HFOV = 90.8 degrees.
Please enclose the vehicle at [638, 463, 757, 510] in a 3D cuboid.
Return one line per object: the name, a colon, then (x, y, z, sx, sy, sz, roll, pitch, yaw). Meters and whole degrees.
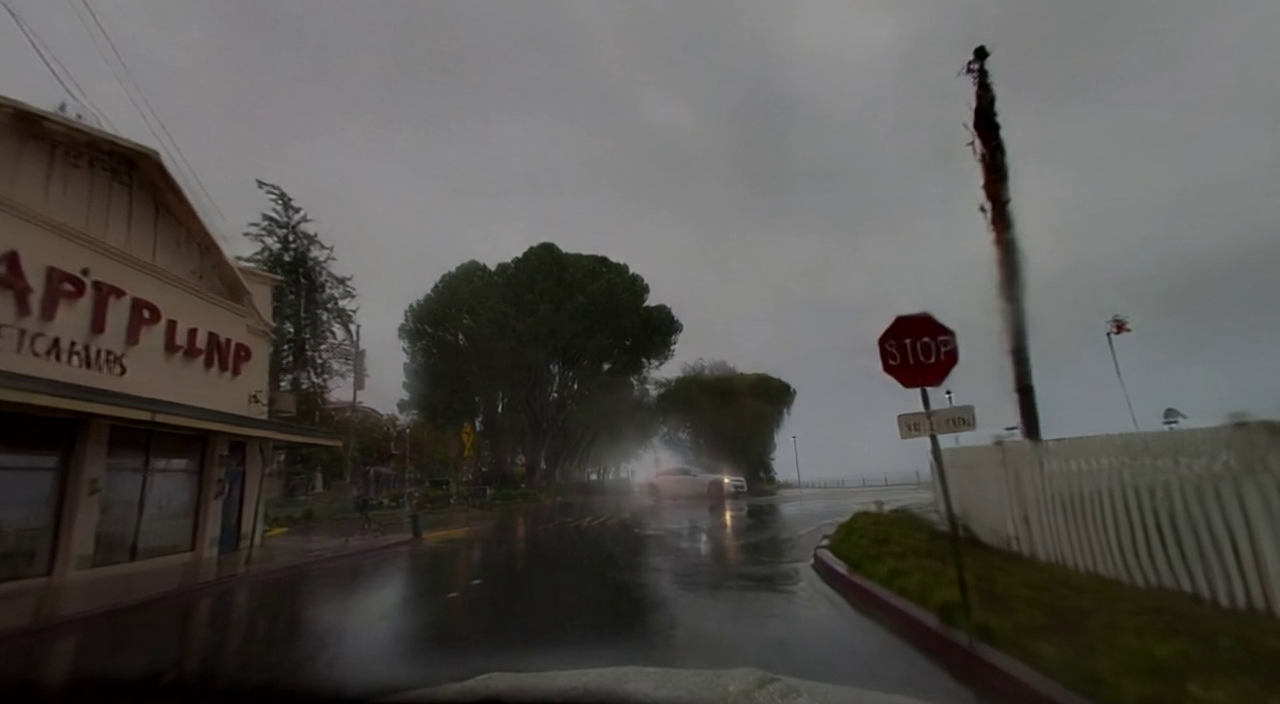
vehicle: (2.109, 5.254, 25.183, 2.112, 1.479, 5.323, 5, -10, -28)
